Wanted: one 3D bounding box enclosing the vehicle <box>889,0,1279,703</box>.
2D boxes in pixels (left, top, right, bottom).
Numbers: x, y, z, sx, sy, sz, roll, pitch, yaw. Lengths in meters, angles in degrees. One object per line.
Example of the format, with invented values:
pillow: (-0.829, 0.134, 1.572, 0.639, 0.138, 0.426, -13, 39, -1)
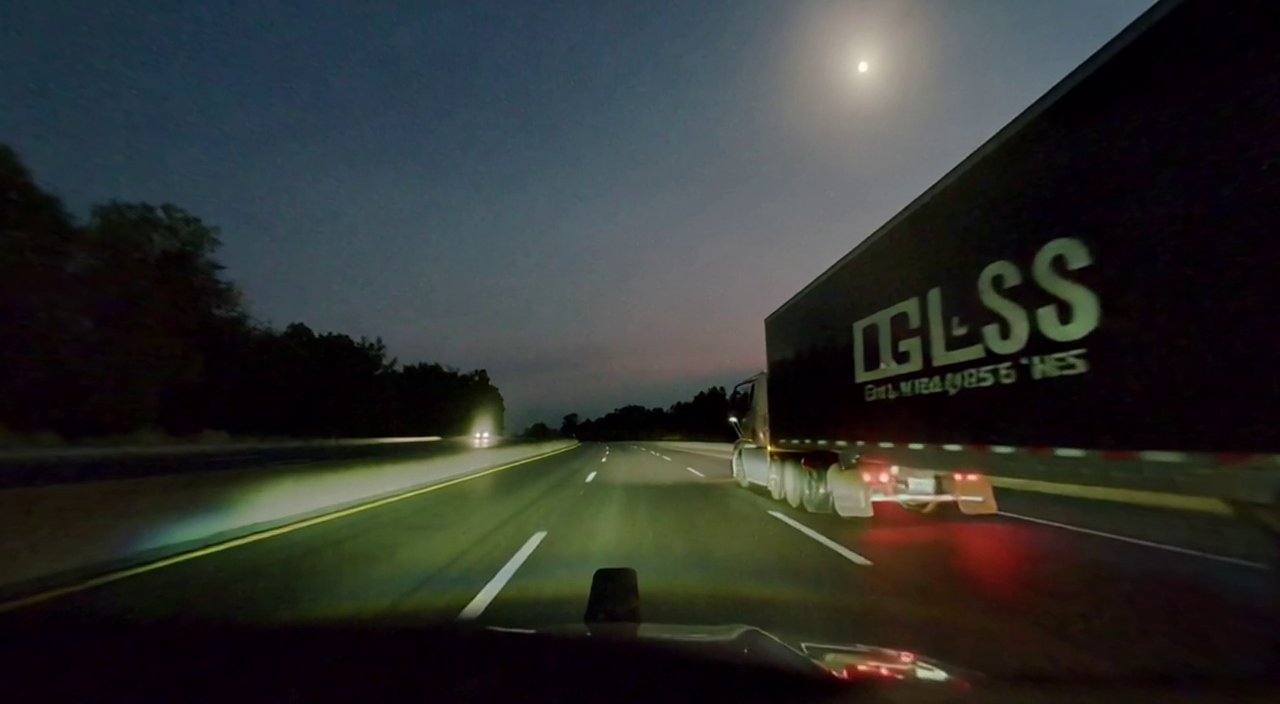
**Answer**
vehicle: (4.560, -0.274, 2.916, 2.932, 4.022, 8.803, 0, -8, -2)
